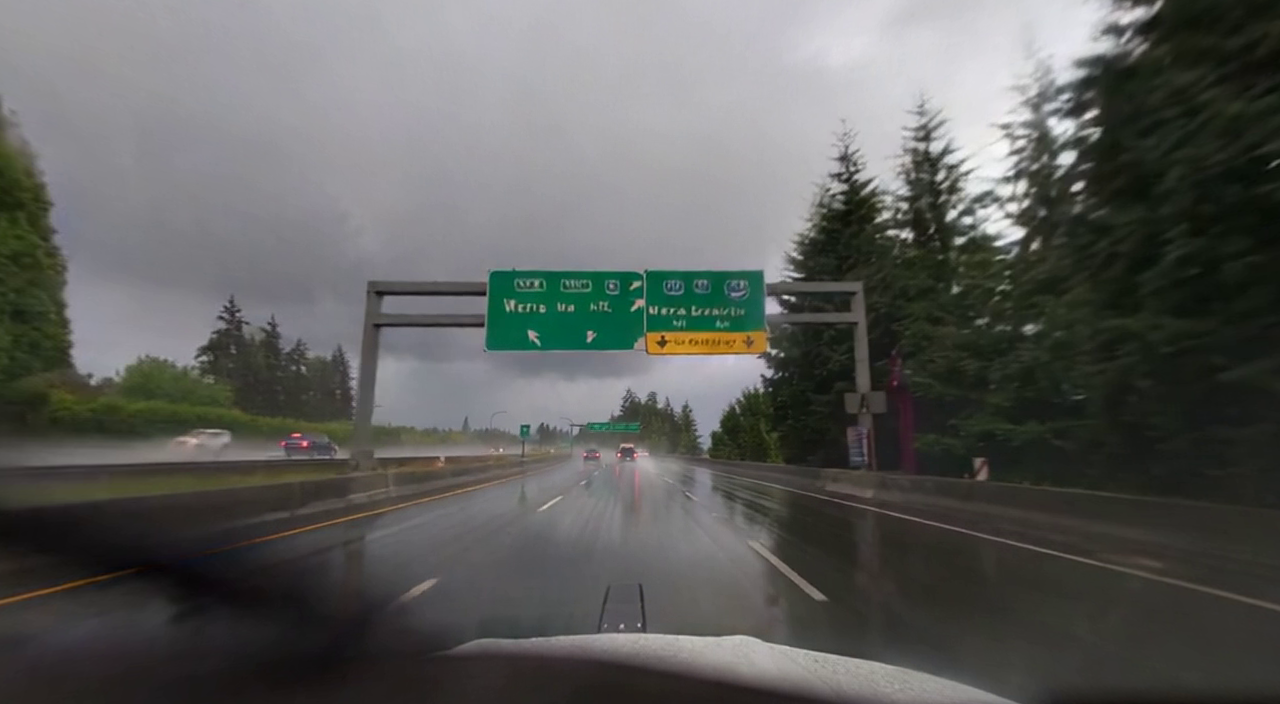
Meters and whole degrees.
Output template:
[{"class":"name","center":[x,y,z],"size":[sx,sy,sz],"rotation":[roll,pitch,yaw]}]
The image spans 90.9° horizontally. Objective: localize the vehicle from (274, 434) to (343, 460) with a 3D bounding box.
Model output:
[{"class":"vehicle","center":[-19.616,5.648,37.519],"size":[1.901,1.465,4.173],"rotation":[0,-9,-1]}]
